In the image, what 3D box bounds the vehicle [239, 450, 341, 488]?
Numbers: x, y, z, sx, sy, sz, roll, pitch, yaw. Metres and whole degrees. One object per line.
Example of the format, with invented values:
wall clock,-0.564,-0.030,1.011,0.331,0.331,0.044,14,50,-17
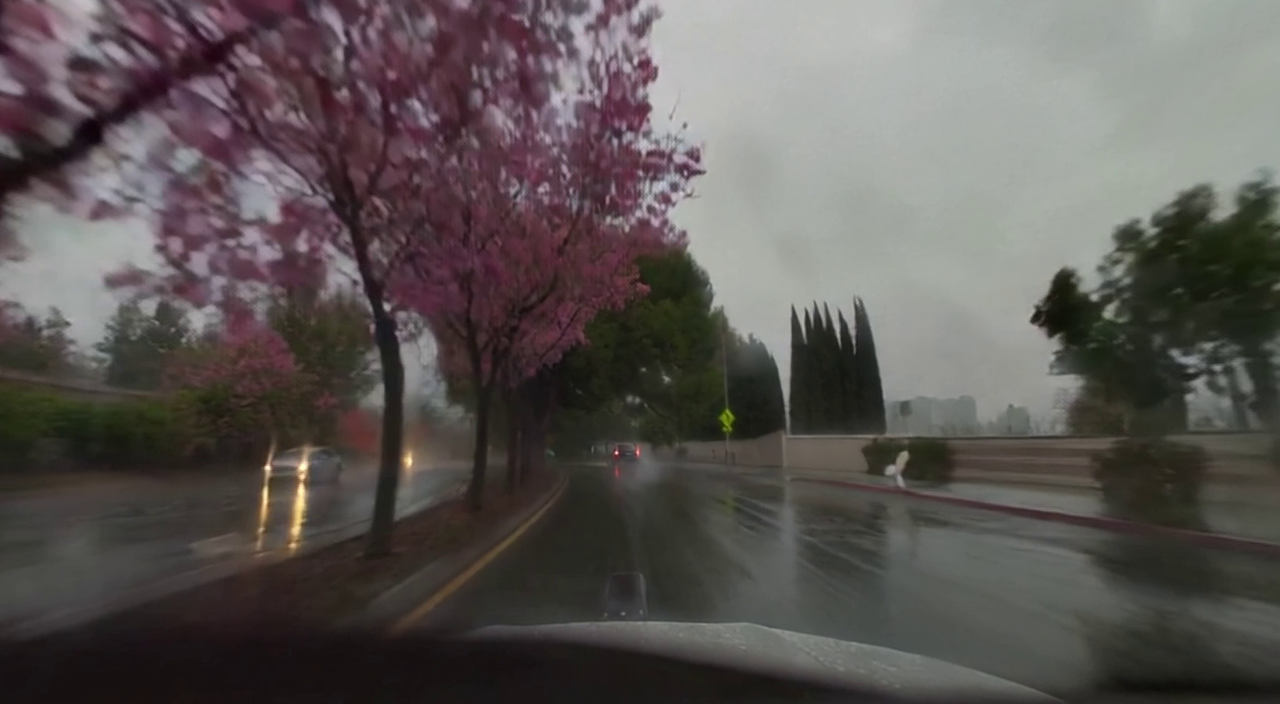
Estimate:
vehicle,-15.230,5.091,27.685,2.046,1.523,4.802,1,-9,-4
